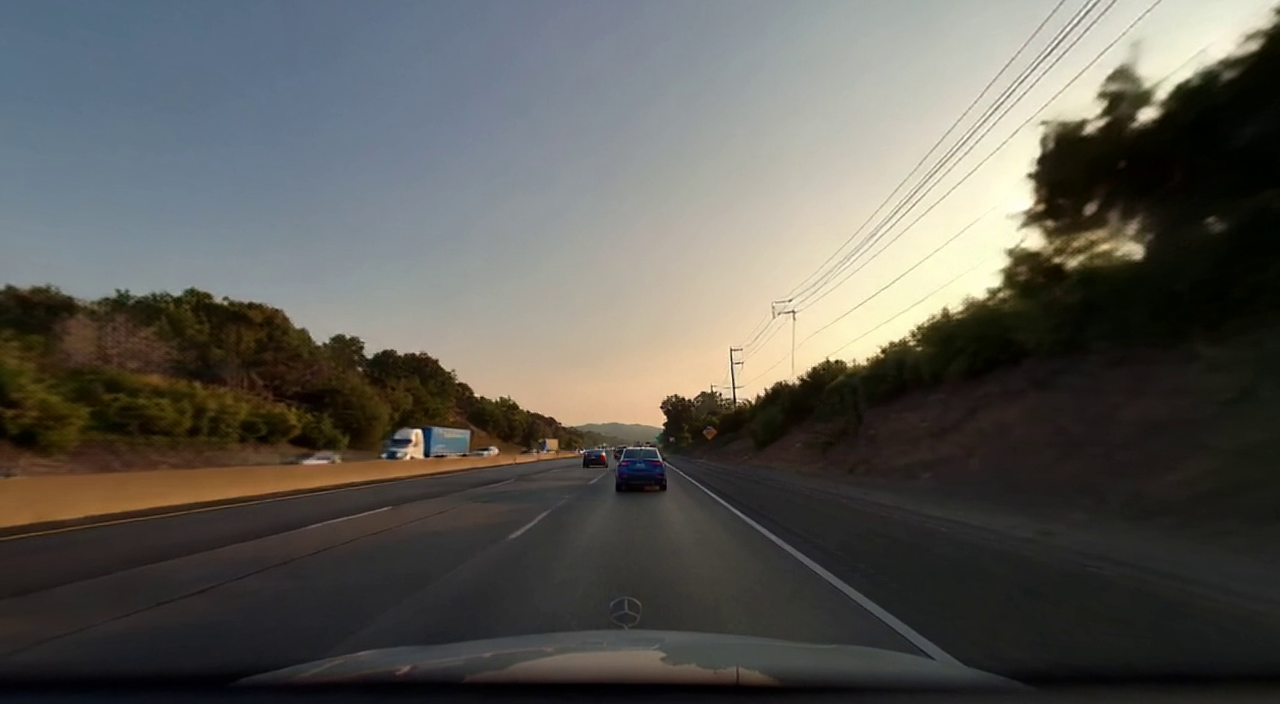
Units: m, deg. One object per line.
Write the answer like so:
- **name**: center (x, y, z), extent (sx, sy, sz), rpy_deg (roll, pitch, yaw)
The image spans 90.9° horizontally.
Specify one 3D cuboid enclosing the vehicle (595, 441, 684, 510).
- **vehicle**: center (-0.032, 3.053, 16.071), extent (1.966, 1.499, 4.298), rpy_deg (0, -9, -1)
